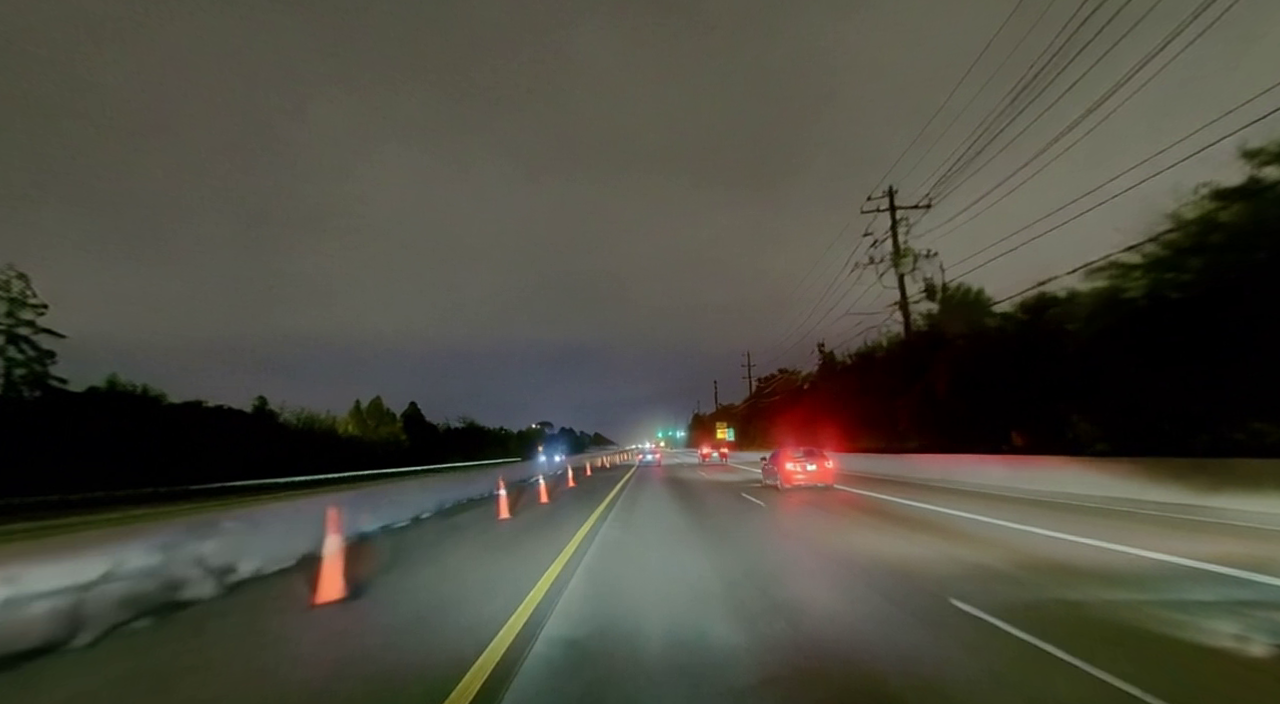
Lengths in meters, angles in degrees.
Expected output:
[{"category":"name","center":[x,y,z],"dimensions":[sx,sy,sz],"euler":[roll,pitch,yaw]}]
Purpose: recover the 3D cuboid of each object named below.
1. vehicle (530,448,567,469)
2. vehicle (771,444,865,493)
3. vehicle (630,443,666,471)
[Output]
[{"category":"vehicle","center":[-6.900,8.043,47.866],"dimensions":[1.929,1.470,4.649],"euler":[-1,-8,2]},{"category":"vehicle","center":[5.612,3.698,20.435],"dimensions":[1.881,1.409,4.016],"euler":[0,-8,0]},{"category":"vehicle","center":[0.484,6.470,39.070],"dimensions":[2.096,1.583,4.150],"euler":[0,-8,1]}]
